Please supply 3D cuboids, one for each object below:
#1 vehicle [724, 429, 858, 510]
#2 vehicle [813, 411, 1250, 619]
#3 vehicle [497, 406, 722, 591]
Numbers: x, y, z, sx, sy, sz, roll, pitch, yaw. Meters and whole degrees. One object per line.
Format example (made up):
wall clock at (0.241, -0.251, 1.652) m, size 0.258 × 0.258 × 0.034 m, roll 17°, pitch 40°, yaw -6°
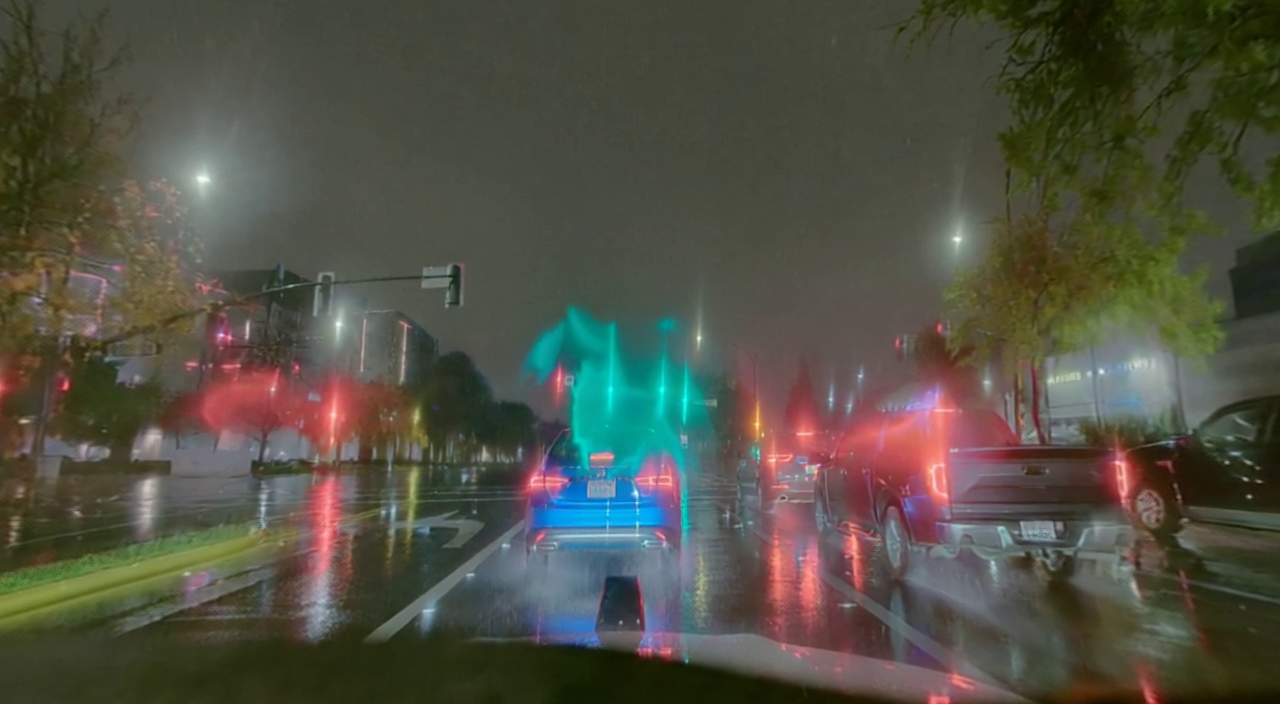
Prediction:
vehicle at (3.359, 2.718, 15.057) m, size 2.031 × 1.626 × 4.264 m, roll 0°, pitch -8°, yaw -1°
vehicle at (3.602, 1.571, 7.139) m, size 1.955 × 1.550 × 4.587 m, roll 0°, pitch -8°, yaw -1°
vehicle at (-0.273, 1.611, 7.680) m, size 2.037 × 1.674 × 3.693 m, roll 0°, pitch -8°, yaw 0°
